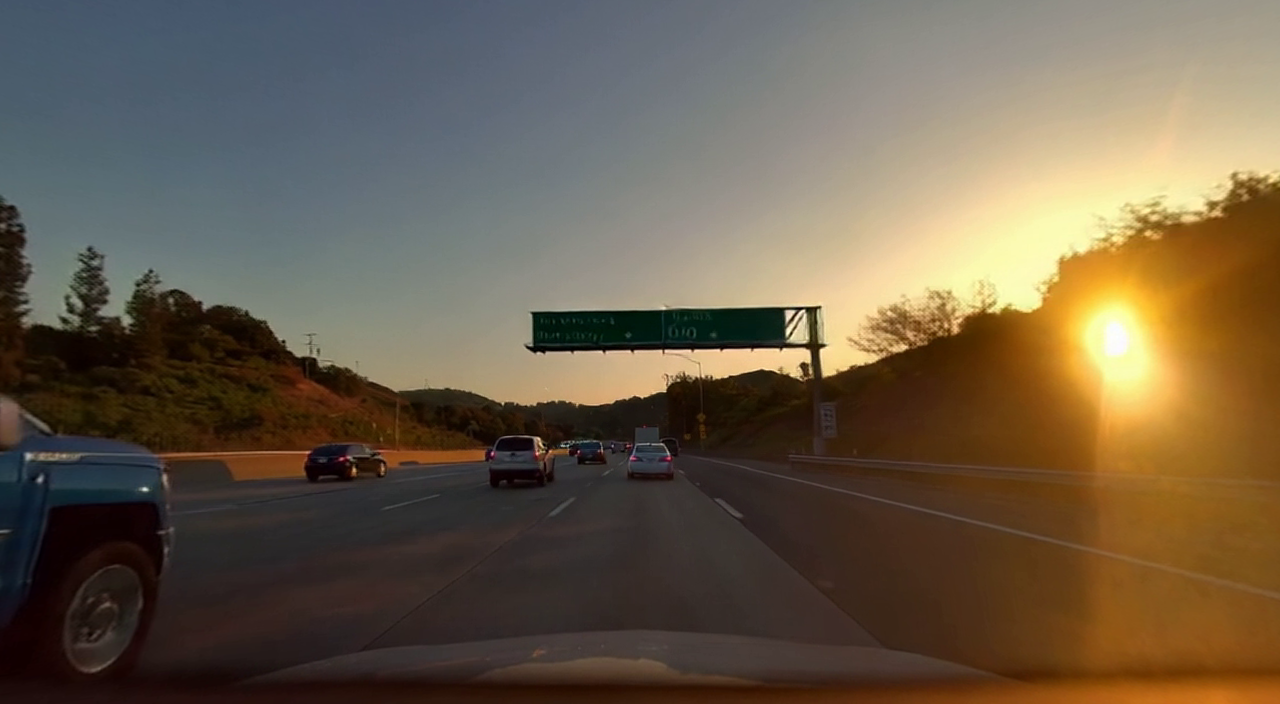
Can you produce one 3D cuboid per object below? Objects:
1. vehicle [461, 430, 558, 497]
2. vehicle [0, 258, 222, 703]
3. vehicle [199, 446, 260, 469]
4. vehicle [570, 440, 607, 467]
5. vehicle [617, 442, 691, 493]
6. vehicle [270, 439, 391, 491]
[{"bbox_3d":[-3.727,3.254,18.769,1.903,1.721,4.210,0,-8,1],"label":"vehicle"},{"bbox_3d":[-3.533,0.420,0.456,2.269,2.060,5.933,0,-8,1],"label":"vehicle"},{"bbox_3d":[-28.220,7.247,43.478,1.702,1.450,3.646,0,-8,2],"label":"vehicle"},{"bbox_3d":[-3.215,6.438,40.200,1.897,1.646,4.049,0,-8,1],"label":"vehicle"},{"bbox_3d":[0.386,3.531,19.686,2.054,1.421,4.090,0,-8,0],"label":"vehicle"},{"bbox_3d":[-10.541,3.848,21.912,1.941,1.602,4.277,0,-8,2],"label":"vehicle"}]
